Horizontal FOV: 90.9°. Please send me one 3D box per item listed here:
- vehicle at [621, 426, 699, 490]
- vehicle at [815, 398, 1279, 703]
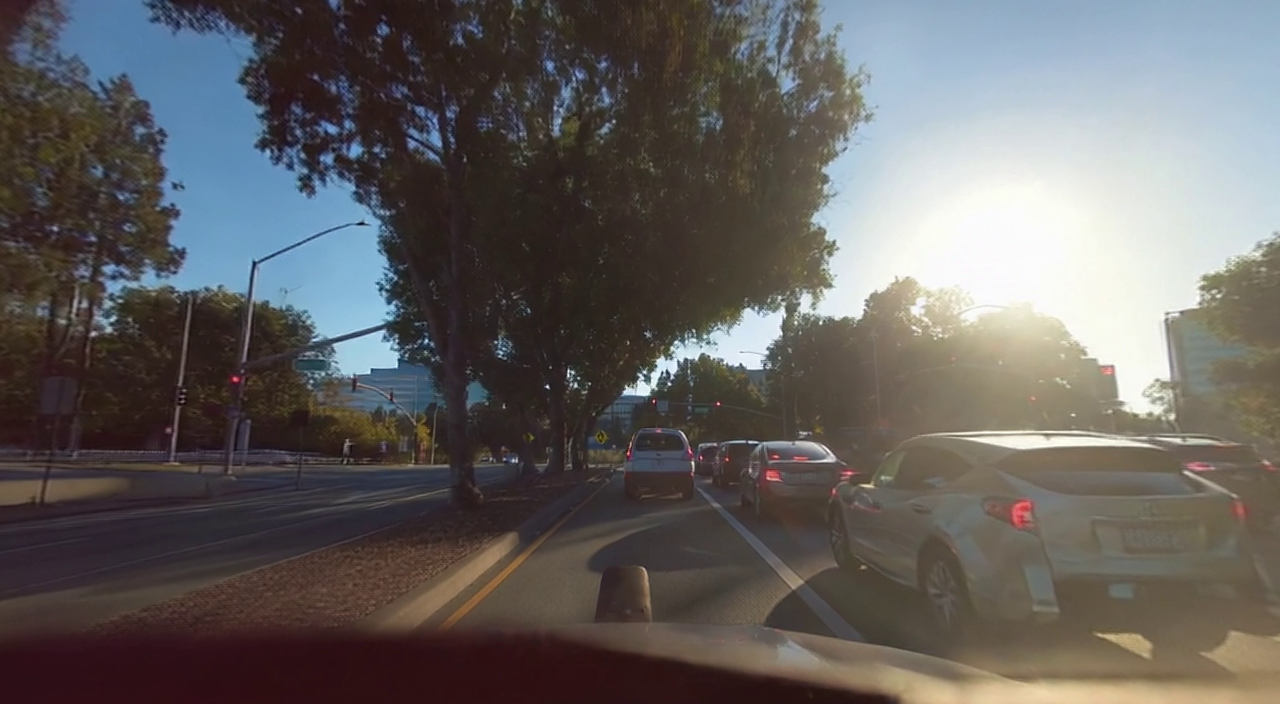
[{"bbox_3d":[0.562,3.395,20.495,2.245,1.800,4.522,0,-8,-1],"label":"vehicle"},{"bbox_3d":[2.981,1.280,4.937,2.078,1.578,4.107,0,-8,1],"label":"vehicle"}]
